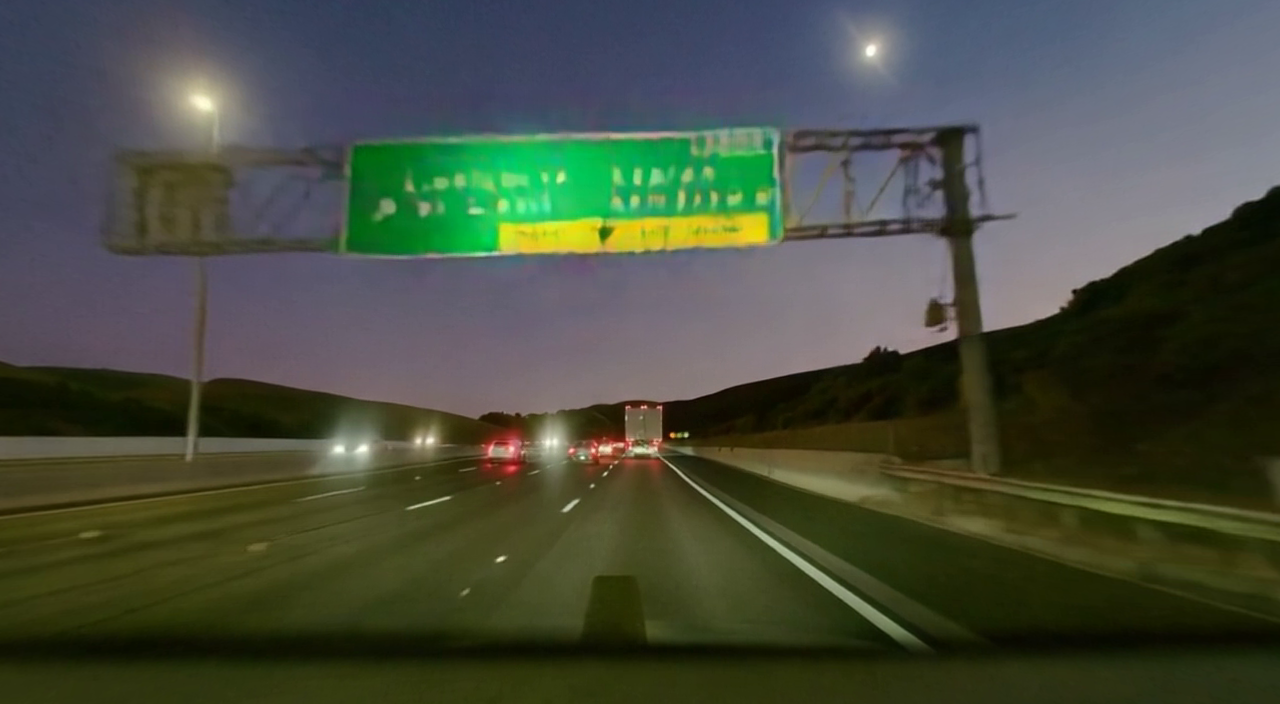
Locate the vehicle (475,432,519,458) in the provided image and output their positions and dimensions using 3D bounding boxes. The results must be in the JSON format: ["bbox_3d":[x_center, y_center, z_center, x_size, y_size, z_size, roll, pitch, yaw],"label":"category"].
[{"bbox_3d":[-10.095,6.625,44.712,1.958,1.758,4.684,0,-9,1],"label":"vehicle"}]

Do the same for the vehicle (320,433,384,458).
[{"bbox_3d":[-18.061,5.918,39.720,1.837,1.496,4.386,0,-9,1],"label":"vehicle"}]

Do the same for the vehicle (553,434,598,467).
[{"bbox_3d":[-3.610,5.653,36.213,2.053,1.746,4.508,0,-9,1],"label":"vehicle"}]
